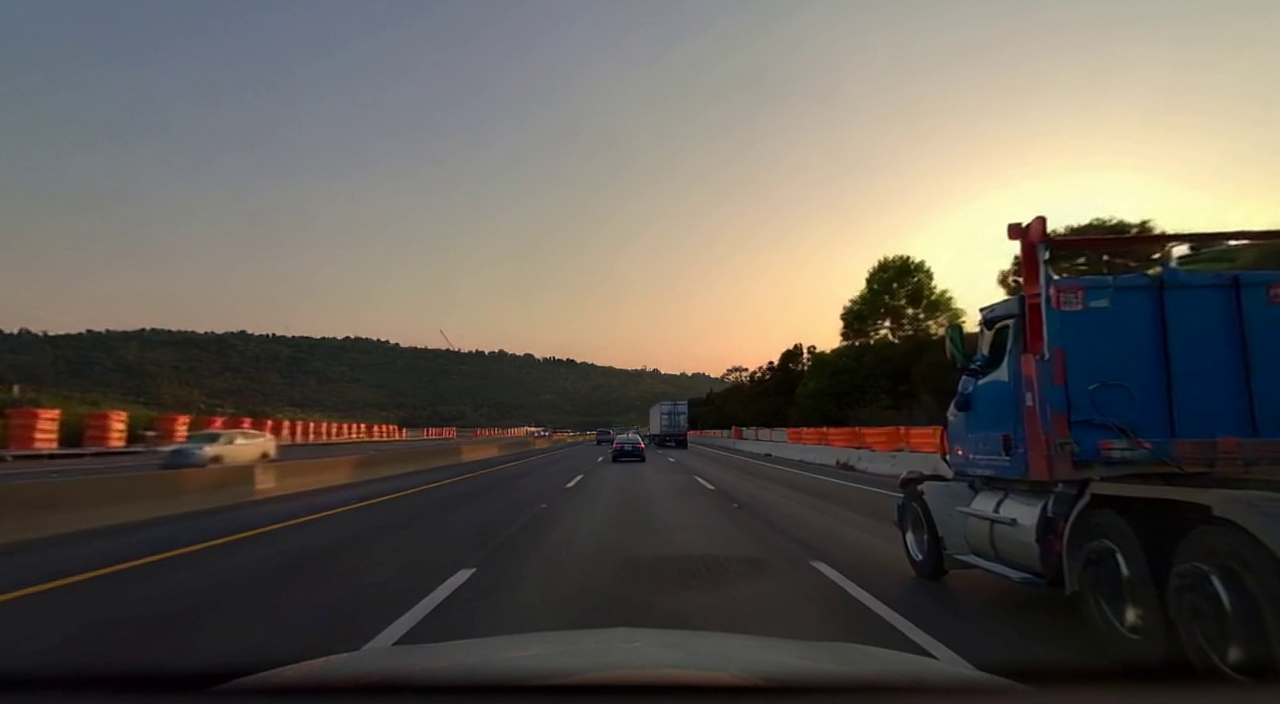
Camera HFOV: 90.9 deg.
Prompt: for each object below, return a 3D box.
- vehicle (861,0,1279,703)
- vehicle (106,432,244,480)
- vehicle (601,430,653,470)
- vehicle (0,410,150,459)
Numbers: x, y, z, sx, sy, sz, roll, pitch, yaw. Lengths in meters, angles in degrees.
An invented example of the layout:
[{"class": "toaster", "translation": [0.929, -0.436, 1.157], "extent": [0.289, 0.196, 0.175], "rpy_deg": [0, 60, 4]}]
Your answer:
[{"class": "vehicle", "translation": [3.698, -0.283, 0.448], "extent": [2.919, 3.634, 10.888], "rpy_deg": [0, -8, -1]}, {"class": "vehicle", "translation": [-15.483, 3.449, 21.261], "extent": [1.777, 1.458, 3.797], "rpy_deg": [0, -8, 0]}, {"class": "vehicle", "translation": [-0.504, 3.860, 25.095], "extent": [1.929, 1.469, 3.677], "rpy_deg": [0, -8, -1]}, {"class": "vehicle", "translation": [-39.873, 5.819, 44.351], "extent": [2.756, 3.070, 9.918], "rpy_deg": [0, -8, 0]}]
